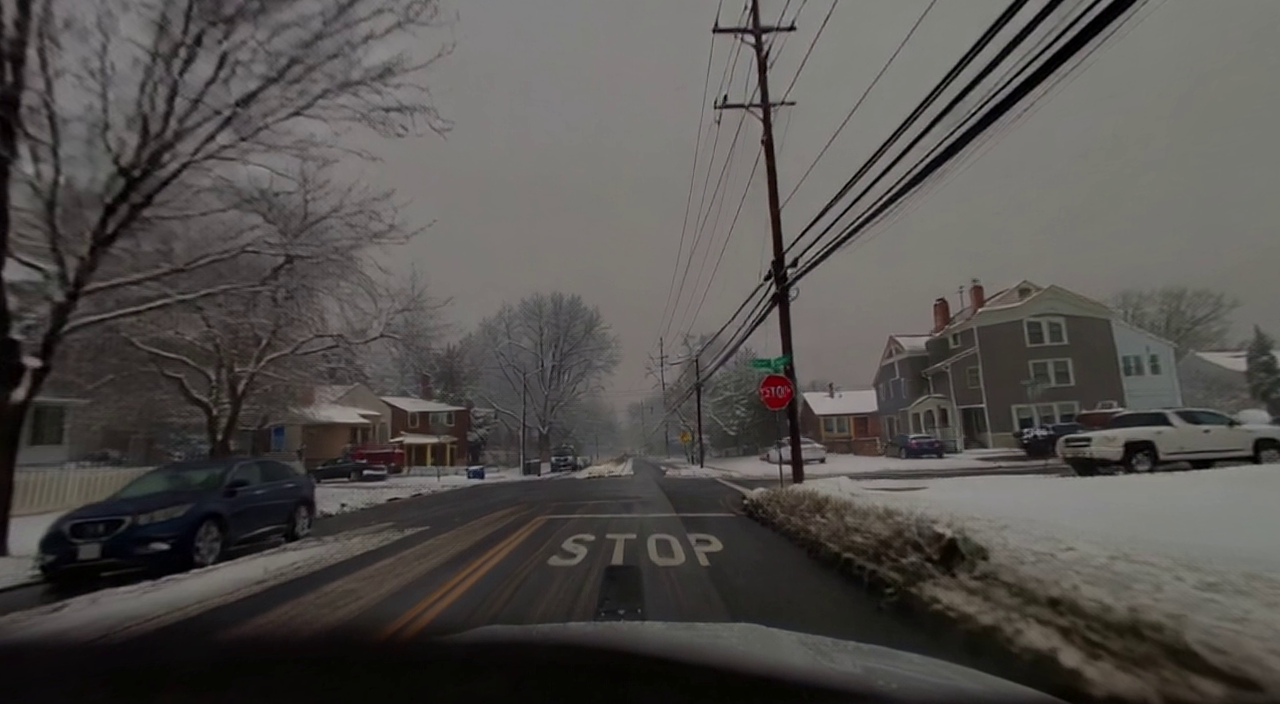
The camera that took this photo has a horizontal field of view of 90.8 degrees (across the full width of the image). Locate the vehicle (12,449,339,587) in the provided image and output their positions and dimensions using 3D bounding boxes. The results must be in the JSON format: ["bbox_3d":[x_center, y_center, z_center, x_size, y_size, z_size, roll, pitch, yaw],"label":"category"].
[{"bbox_3d":[-6.745,2.383,9.916,2.026,1.560,4.062,-4,-9,1],"label":"vehicle"}]

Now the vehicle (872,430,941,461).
[{"bbox_3d":[15.610,5.525,37.315,2.025,1.689,4.342,0,-9,-2],"label":"vehicle"}]

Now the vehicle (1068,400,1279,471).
[{"bbox_3d":[16.668,2.518,18.867,6.022,1.953,2.250,0,-9,0],"label":"vehicle"}]

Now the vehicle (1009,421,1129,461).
[{"bbox_3d":[21.166,4.416,31.276,4.466,1.769,2.033,1,-9,-2],"label":"vehicle"}]
